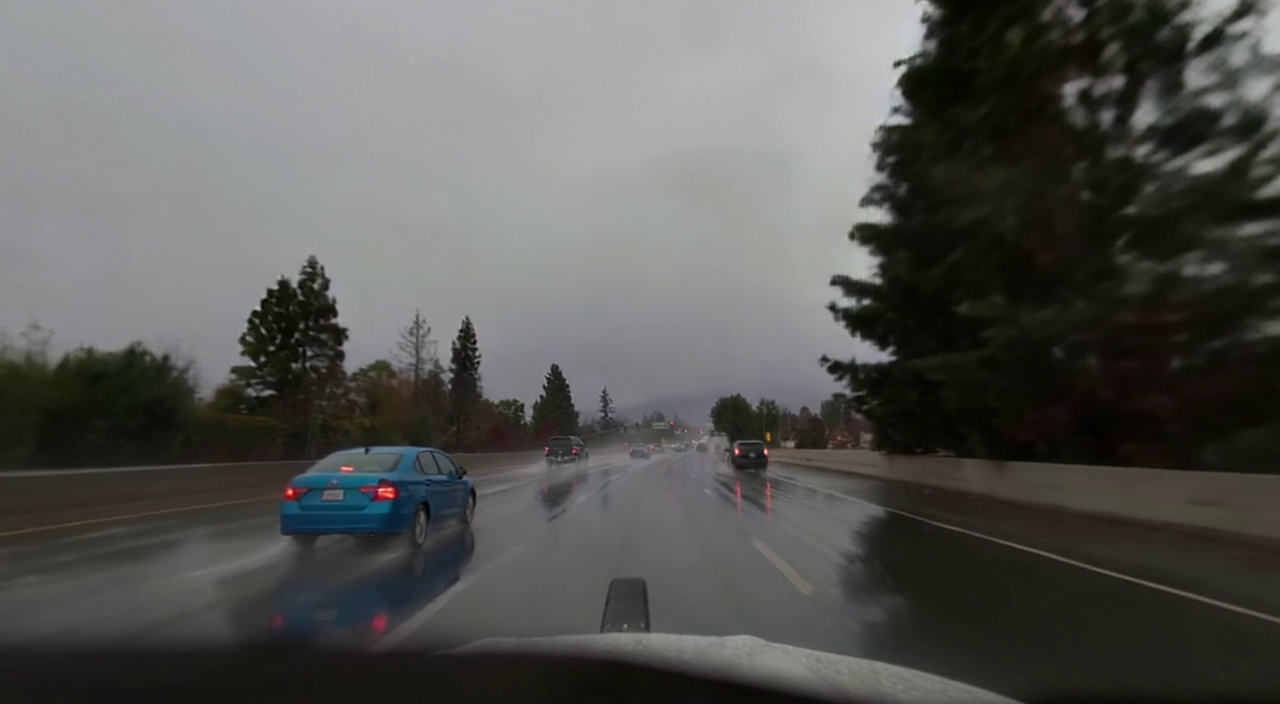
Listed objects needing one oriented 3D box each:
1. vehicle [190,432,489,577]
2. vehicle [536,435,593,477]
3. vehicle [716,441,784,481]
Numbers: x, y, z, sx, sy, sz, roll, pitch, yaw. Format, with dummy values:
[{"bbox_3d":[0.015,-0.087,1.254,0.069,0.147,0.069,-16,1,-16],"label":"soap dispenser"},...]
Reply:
[{"bbox_3d":[-3.654,1.914,8.814,1.948,1.475,4.461,0,-8,0],"label":"vehicle"},{"bbox_3d":[-3.555,4.989,30.506,2.122,1.847,4.696,0,-8,0],"label":"vehicle"},{"bbox_3d":[4.407,4.460,26.046,2.100,1.472,4.533,0,-8,1],"label":"vehicle"}]
